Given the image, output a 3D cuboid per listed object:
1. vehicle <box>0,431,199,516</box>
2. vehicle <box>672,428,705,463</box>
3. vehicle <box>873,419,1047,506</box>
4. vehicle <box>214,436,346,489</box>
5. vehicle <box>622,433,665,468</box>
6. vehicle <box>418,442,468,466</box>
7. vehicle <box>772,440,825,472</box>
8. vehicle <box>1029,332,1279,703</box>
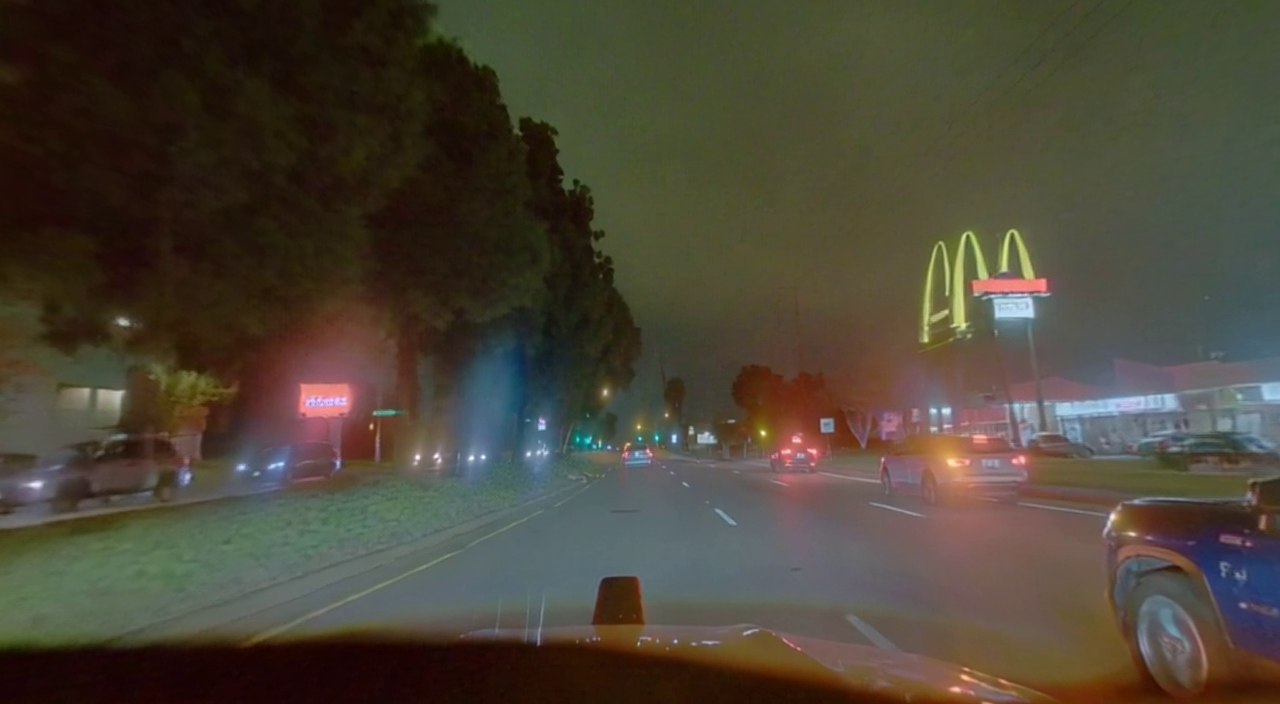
[{"bbox_3d":[-14.287,3.038,16.370,2.242,1.836,4.811,0,-9,-1],"label":"vehicle"},{"bbox_3d":[3.767,7.359,49.697,2.239,2.586,4.586,0,-8,0],"label":"vehicle"},{"bbox_3d":[7.500,2.633,15.421,1.977,1.786,4.344,0,-9,1],"label":"vehicle"},{"bbox_3d":[-13.994,4.316,25.022,2.159,1.836,5.038,0,-9,1],"label":"vehicle"},{"bbox_3d":[0.158,5.895,37.802,2.402,1.938,4.535,0,-9,0],"label":"vehicle"},{"bbox_3d":[-14.486,7.507,46.804,2.136,1.676,4.371,-1,-9,3],"label":"vehicle"},{"bbox_3d":[8.108,5.341,32.616,1.879,1.517,4.006,-1,-9,3],"label":"vehicle"},{"bbox_3d":[3.542,0.682,1.780,2.076,1.716,4.416,0,-8,1],"label":"vehicle"}]
